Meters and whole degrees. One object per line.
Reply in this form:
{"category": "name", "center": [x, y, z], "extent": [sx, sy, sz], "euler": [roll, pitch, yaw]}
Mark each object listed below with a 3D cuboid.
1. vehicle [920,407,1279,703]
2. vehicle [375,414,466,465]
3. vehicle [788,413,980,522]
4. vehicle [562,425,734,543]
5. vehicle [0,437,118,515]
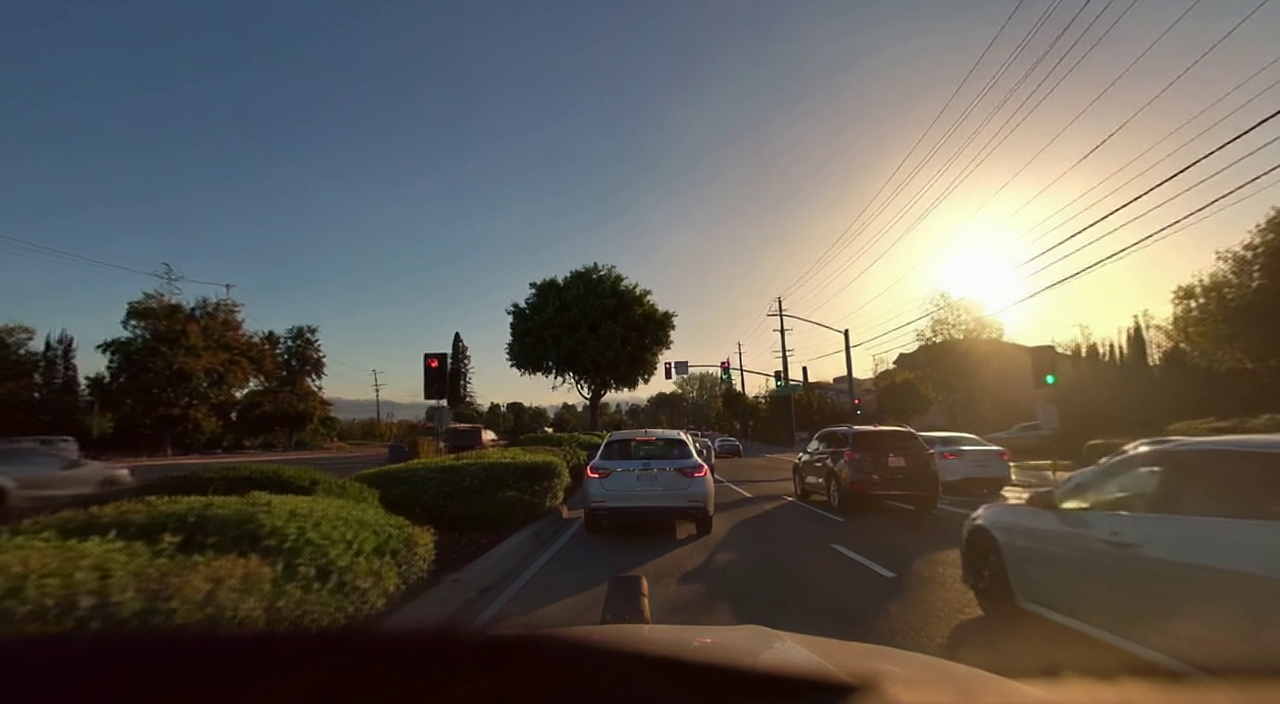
{"category": "vehicle", "center": [3.548, 1.091, 3.426], "extent": [2.028, 1.454, 4.531], "euler": [0, -8, 1]}
{"category": "vehicle", "center": [-15.666, 6.430, 45.848], "extent": [2.934, 3.328, 8.716], "euler": [-1, -8, 4]}
{"category": "vehicle", "center": [4.476, 2.197, 12.442], "extent": [2.140, 1.753, 4.256], "euler": [0, -8, 1]}
{"category": "vehicle", "center": [0.128, 2.030, 10.354], "extent": [2.208, 1.498, 4.401], "euler": [0, -8, 1]}
{"category": "vehicle", "center": [-17.556, 3.265, 16.703], "extent": [2.262, 1.967, 5.814], "euler": [-1, -8, 3]}
